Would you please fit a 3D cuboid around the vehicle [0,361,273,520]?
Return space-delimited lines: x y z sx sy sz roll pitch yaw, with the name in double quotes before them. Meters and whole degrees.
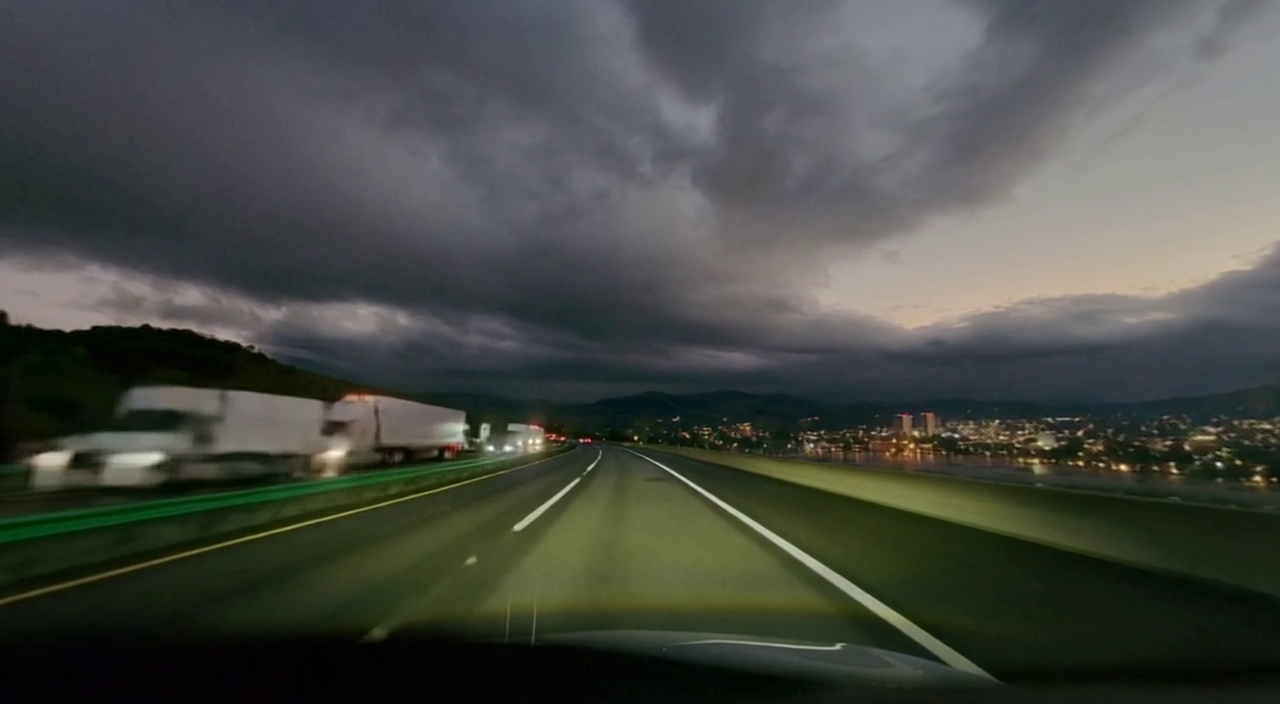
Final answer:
"vehicle" -11.550 1.998 14.314 2.498 2.794 6.249 0 -8 1

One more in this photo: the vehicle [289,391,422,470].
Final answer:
"vehicle" -15.162 4.384 34.641 3.053 3.708 9.501 0 -8 -2
